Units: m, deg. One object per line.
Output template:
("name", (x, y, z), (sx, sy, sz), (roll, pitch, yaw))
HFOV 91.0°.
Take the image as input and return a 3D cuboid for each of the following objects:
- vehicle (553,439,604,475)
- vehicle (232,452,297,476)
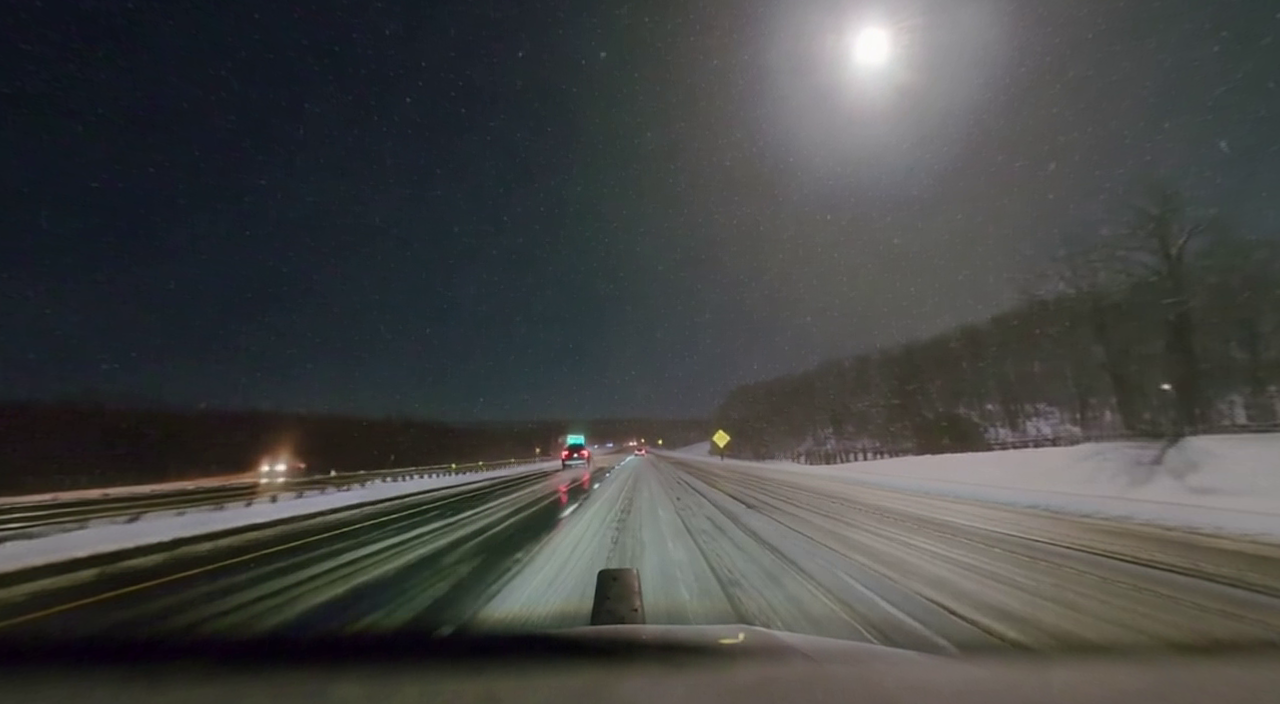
("vehicle", (-3.090, 5.413, 32.537), (2.070, 1.707, 4.309), (0, -9, 1))
("vehicle", (-28.641, 8.515, 48.246), (1.964, 1.711, 4.796), (0, -9, 1))
